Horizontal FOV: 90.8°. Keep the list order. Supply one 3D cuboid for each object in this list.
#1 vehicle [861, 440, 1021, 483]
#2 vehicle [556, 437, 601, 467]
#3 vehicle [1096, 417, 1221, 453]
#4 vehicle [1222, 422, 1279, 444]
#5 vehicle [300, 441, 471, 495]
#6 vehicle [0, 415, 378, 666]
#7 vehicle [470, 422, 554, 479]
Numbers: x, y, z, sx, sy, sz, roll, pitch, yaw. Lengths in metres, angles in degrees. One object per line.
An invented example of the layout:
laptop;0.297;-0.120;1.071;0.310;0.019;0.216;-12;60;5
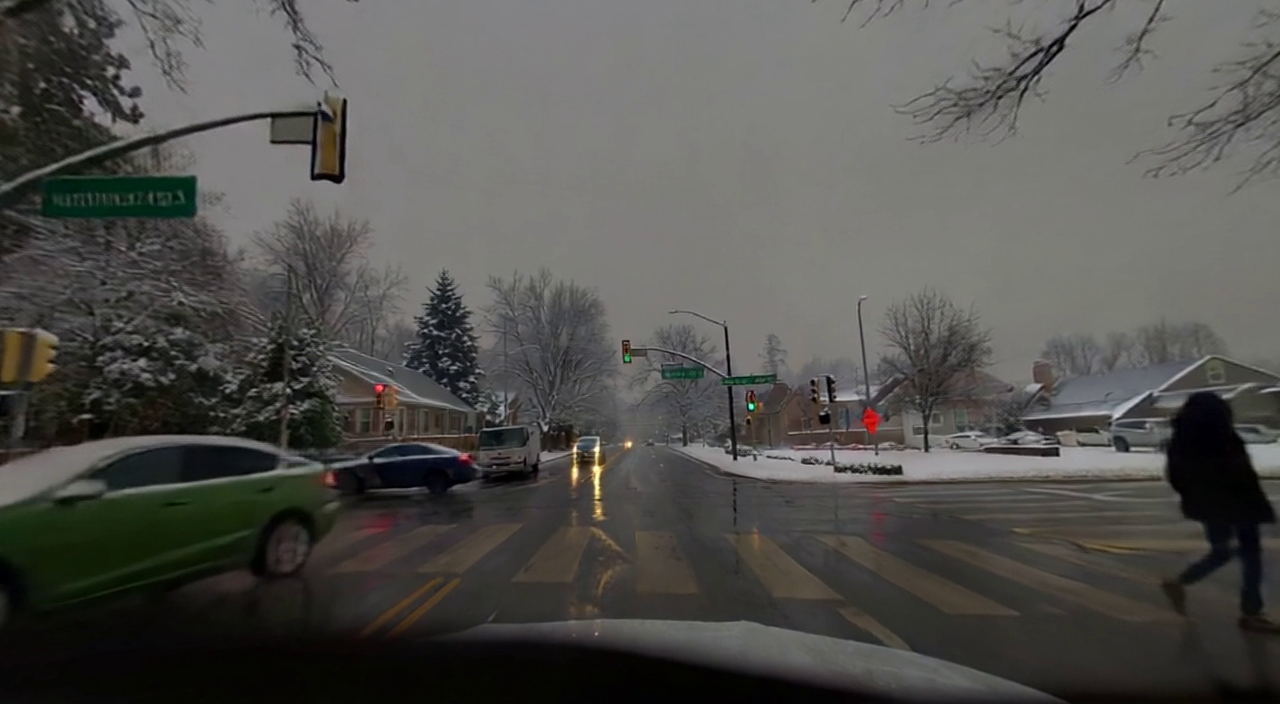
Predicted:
vehicle;11.235;4.085;23.828;5.158;1.470;2.012;-4;-10;26
vehicle;-3.685;6.106;38.865;2.302;1.708;4.764;0;-9;0
vehicle;33.387;5.397;40.802;5.969;2.225;2.458;0;-9;-3
vehicle;46.174;5.989;46.608;4.562;1.603;1.816;0;-8;0
vehicle;-7.850;3.614;19.829;4.497;1.579;1.952;0;-9;-1
vehicle;-4.829;1.450;5.587;1.979;1.630;4.771;-2;-9;16
vehicle;-6.378;5.067;32.701;2.896;2.560;7.322;0;-8;-1
